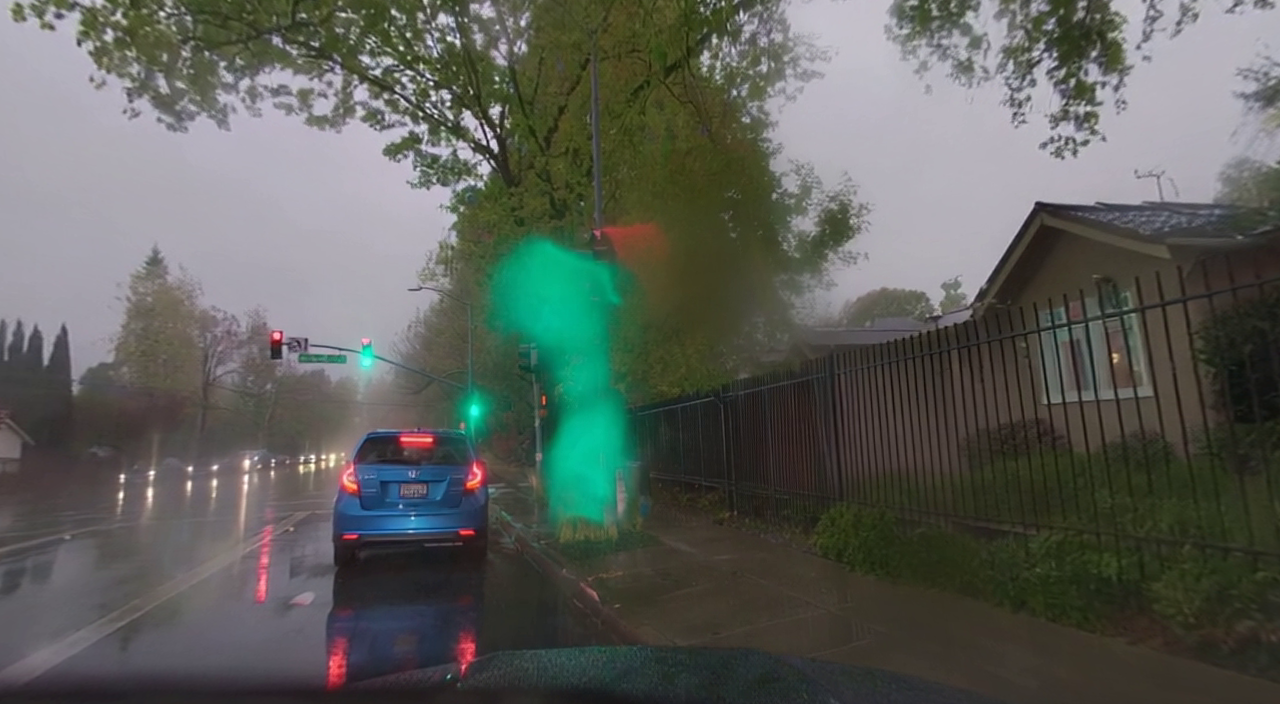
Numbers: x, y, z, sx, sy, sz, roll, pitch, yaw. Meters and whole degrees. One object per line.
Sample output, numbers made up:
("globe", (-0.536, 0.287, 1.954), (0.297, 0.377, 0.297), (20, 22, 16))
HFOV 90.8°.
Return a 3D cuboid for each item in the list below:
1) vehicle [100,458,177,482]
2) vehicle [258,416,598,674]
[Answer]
("vehicle", (-37.240, 8.736, 47.011), (3.959, 1.680, 1.785), (2, -9, -11))
("vehicle", (-1.813, 1.442, 5.848), (2.024, 1.502, 3.702), (2, -9, -17))
